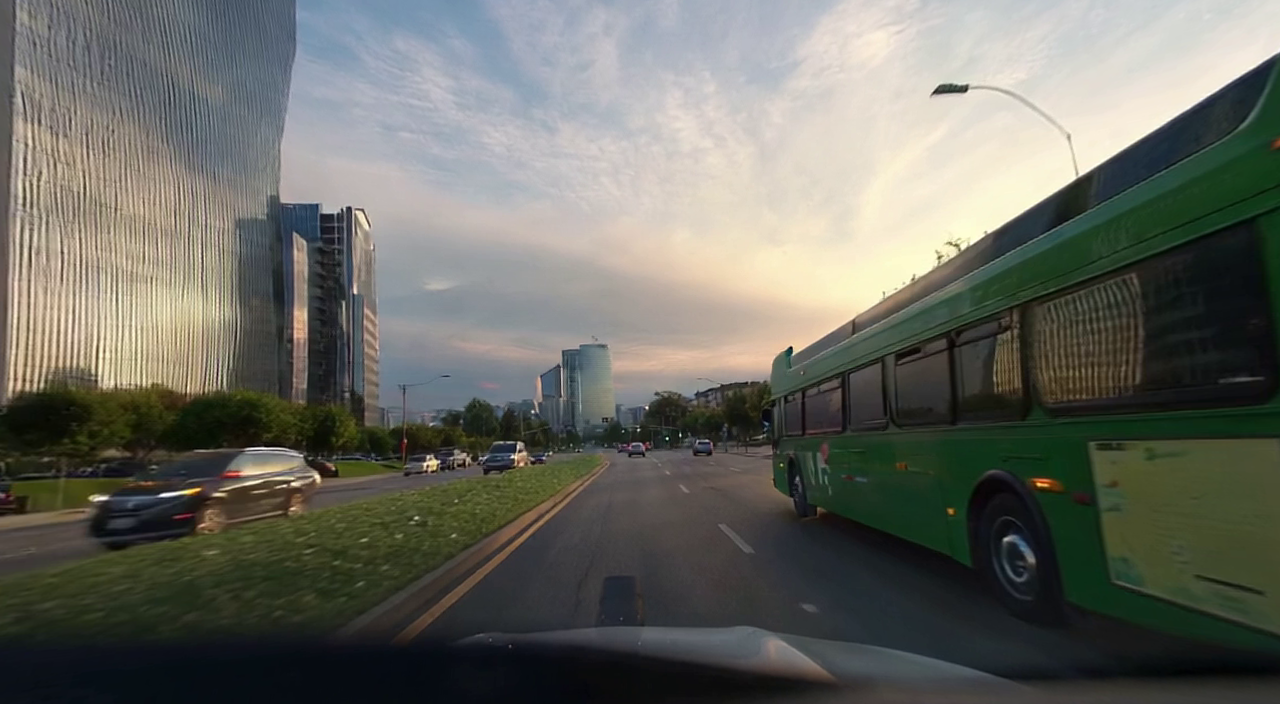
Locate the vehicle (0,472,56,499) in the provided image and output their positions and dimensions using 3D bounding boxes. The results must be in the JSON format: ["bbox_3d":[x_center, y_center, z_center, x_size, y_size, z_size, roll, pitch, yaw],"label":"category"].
[{"bbox_3d":[-48.511,10.293,48.871,1.899,1.841,4.900,0,-8,0],"label":"vehicle"}]

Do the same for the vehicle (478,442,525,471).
[{"bbox_3d":[-9.126,6.945,42.079,2.002,1.780,4.687,0,-9,1],"label":"vehicle"}]

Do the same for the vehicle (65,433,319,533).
[{"bbox_3d":[-8.975,2.632,13.334,1.995,1.706,4.572,0,-9,0],"label":"vehicle"}]
